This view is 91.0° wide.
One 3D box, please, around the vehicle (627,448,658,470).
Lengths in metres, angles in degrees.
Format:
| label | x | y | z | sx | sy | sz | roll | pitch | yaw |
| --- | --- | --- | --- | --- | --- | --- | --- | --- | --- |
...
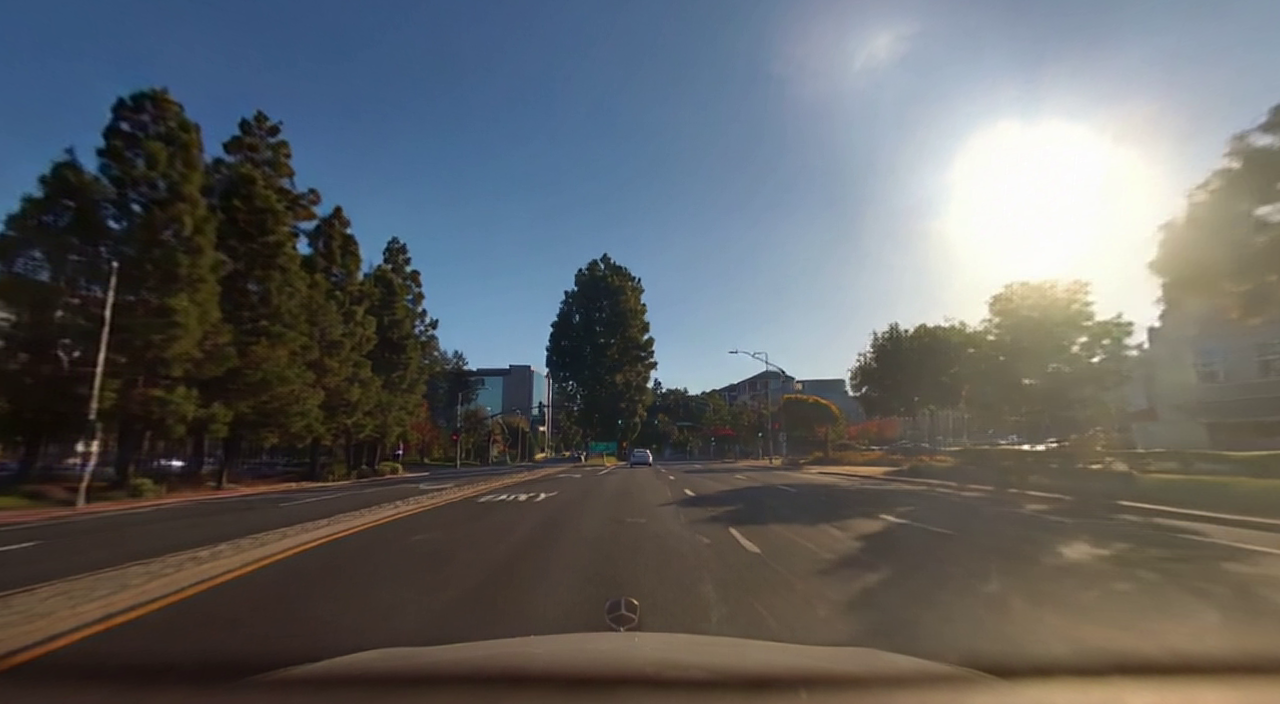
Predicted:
| label | x | y | z | sx | sy | sz | roll | pitch | yaw |
| --- | --- | --- | --- | --- | --- | --- | --- | --- | --- |
| vehicle | 0.187 | 7.585 | 44.975 | 2.064 | 1.477 | 3.968 | 0 | -9 | 0 |
